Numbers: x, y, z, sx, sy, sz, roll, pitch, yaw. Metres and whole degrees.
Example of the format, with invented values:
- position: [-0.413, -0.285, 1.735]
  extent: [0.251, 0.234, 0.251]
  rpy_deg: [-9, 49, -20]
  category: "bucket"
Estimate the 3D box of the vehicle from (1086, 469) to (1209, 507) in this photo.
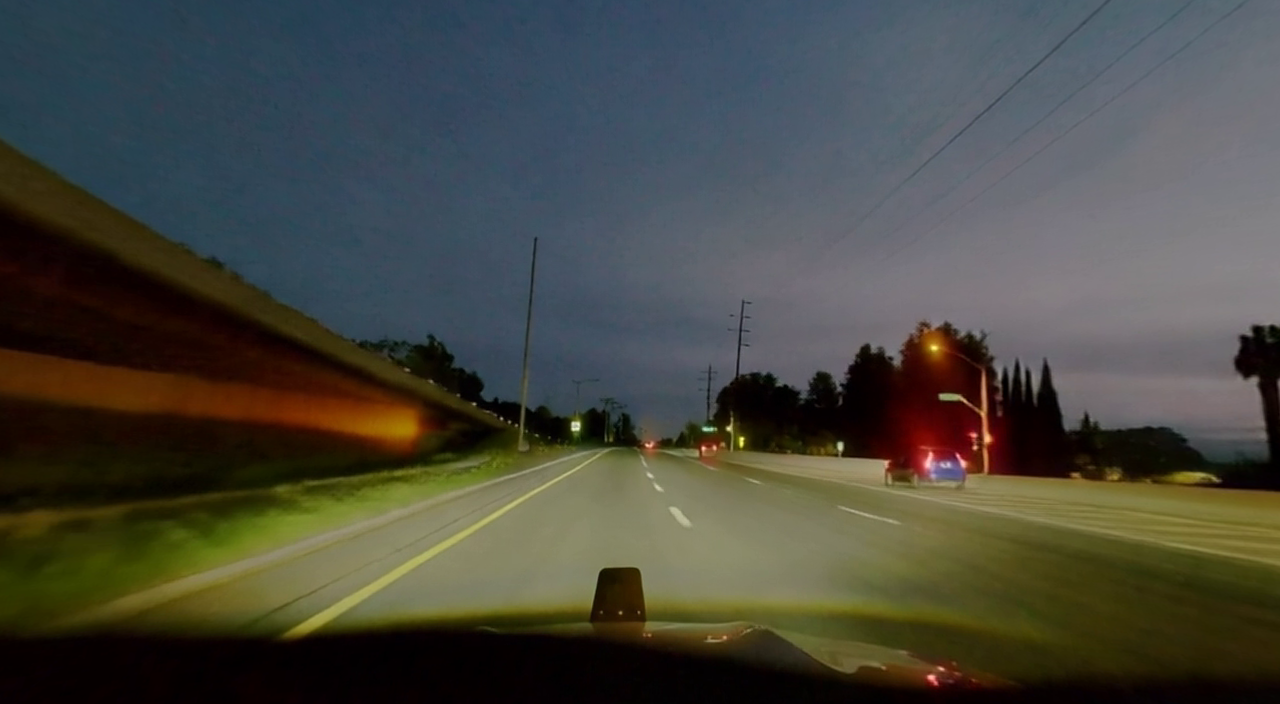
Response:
- position: [22.638, 6.091, 28.435]
  extent: [1.789, 1.539, 4.303]
  rpy_deg: [1, -12, -3]
  category: "vehicle"
